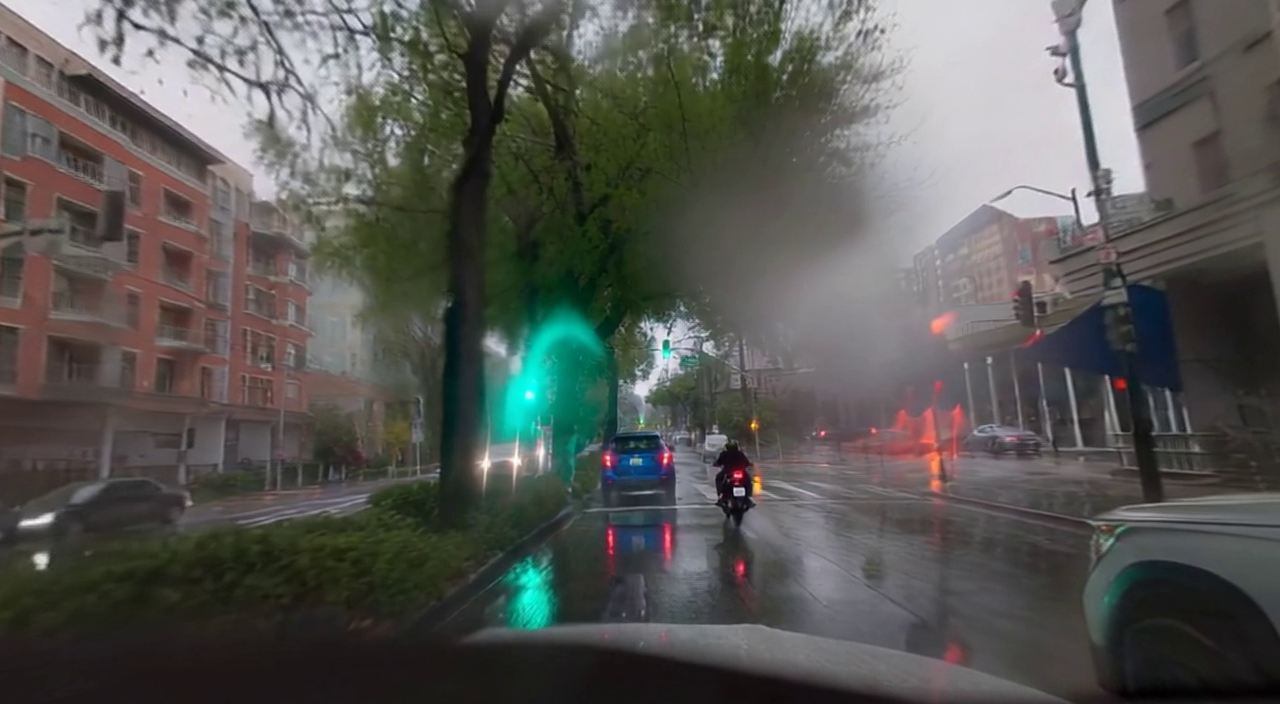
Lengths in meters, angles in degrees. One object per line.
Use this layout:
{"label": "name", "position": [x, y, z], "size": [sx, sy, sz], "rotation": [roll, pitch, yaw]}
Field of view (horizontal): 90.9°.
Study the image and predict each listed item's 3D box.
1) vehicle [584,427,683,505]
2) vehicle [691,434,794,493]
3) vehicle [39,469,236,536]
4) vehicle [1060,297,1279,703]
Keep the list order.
{"label": "vehicle", "position": [-0.162, 2.934, 16.602], "size": [2.265, 1.748, 4.130], "rotation": [0, -9, 0]}
{"label": "vehicle", "position": [2.866, 3.245, 18.707], "size": [2.101, 1.507, 4.355], "rotation": [0, -9, -3]}
{"label": "vehicle", "position": [-14.263, 4.259, 18.415], "size": [1.963, 1.492, 4.885], "rotation": [0, -9, -4]}
{"label": "vehicle", "position": [2.679, 0.504, 0.312], "size": [1.939, 1.709, 4.323], "rotation": [0, -9, 0]}
